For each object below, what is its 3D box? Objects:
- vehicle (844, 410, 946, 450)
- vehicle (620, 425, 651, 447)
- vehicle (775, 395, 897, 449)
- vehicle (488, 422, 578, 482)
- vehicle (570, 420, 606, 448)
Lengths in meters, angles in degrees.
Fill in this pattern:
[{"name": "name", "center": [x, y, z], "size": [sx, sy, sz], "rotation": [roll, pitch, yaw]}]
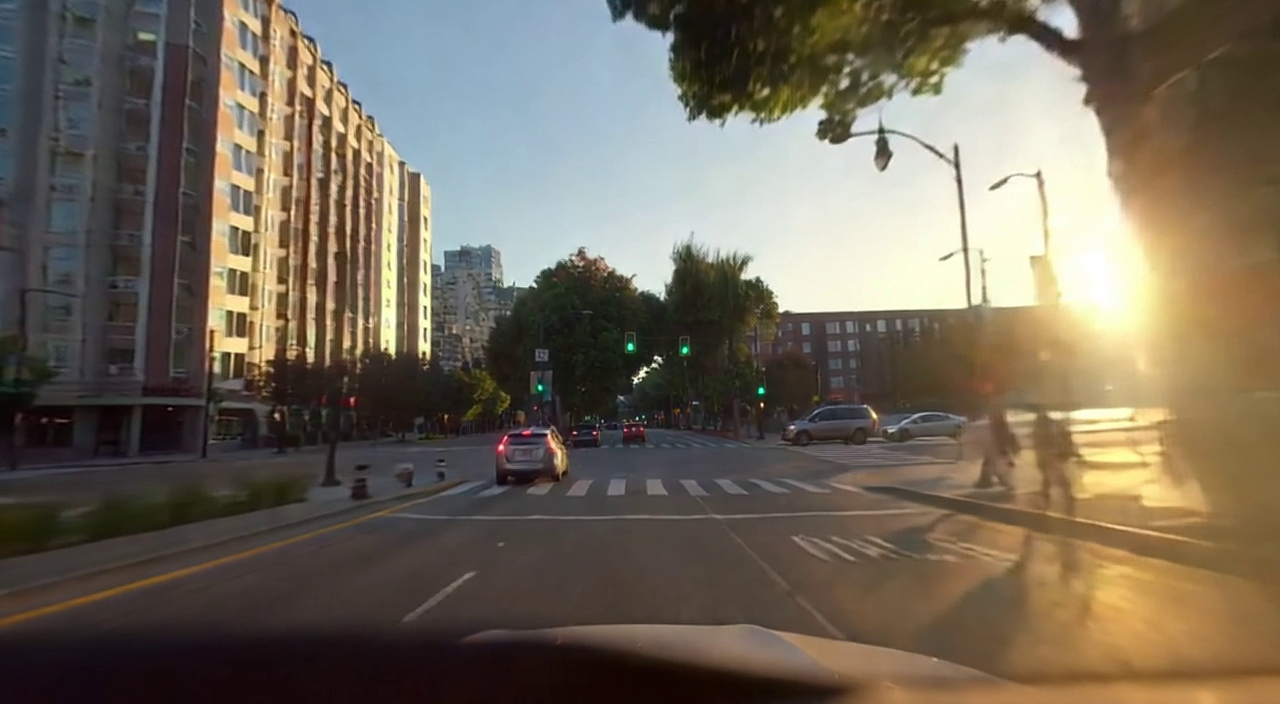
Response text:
[{"name": "vehicle", "center": [13.112, 4.021, 32.702], "size": [4.328, 1.742, 1.942], "rotation": [-3, -6, -1]}, {"name": "vehicle", "center": [-0.336, 5.977, 44.635], "size": [2.095, 1.438, 3.843], "rotation": [0, -9, -1]}, {"name": "vehicle", "center": [11.704, 4.262, 38.098], "size": [6.233, 2.668, 2.627], "rotation": [-4, -8, -3]}, {"name": "vehicle", "center": [-3.326, 3.256, 20.640], "size": [2.116, 1.725, 4.315], "rotation": [0, -9, 1]}, {"name": "vehicle", "center": [-3.569, 5.758, 44.069], "size": [2.152, 1.802, 4.628], "rotation": [0, -9, 0]}]
